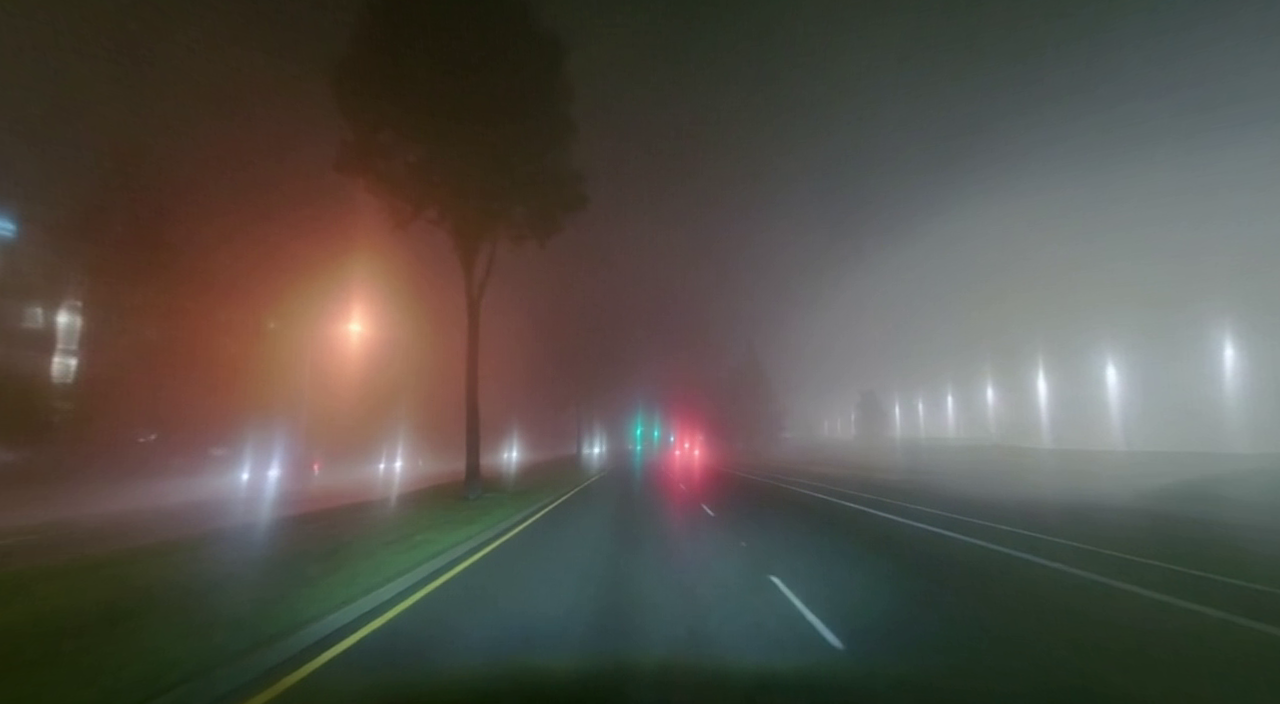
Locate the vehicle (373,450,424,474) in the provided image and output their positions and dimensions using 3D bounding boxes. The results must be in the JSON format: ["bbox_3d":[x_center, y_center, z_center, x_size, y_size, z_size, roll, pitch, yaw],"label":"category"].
[{"bbox_3d":[-16.670,7.570,43.755,1.857,1.519,3.969,0,-8,1],"label":"vehicle"}]

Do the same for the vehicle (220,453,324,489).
[{"bbox_3d":[-16.832,5.440,29.255,1.908,1.445,4.730,0,-8,1],"label":"vehicle"}]

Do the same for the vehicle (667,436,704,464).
[{"bbox_3d":[3.098,6.847,44.097,2.085,1.828,5.383,0,-8,-1],"label":"vehicle"}]
